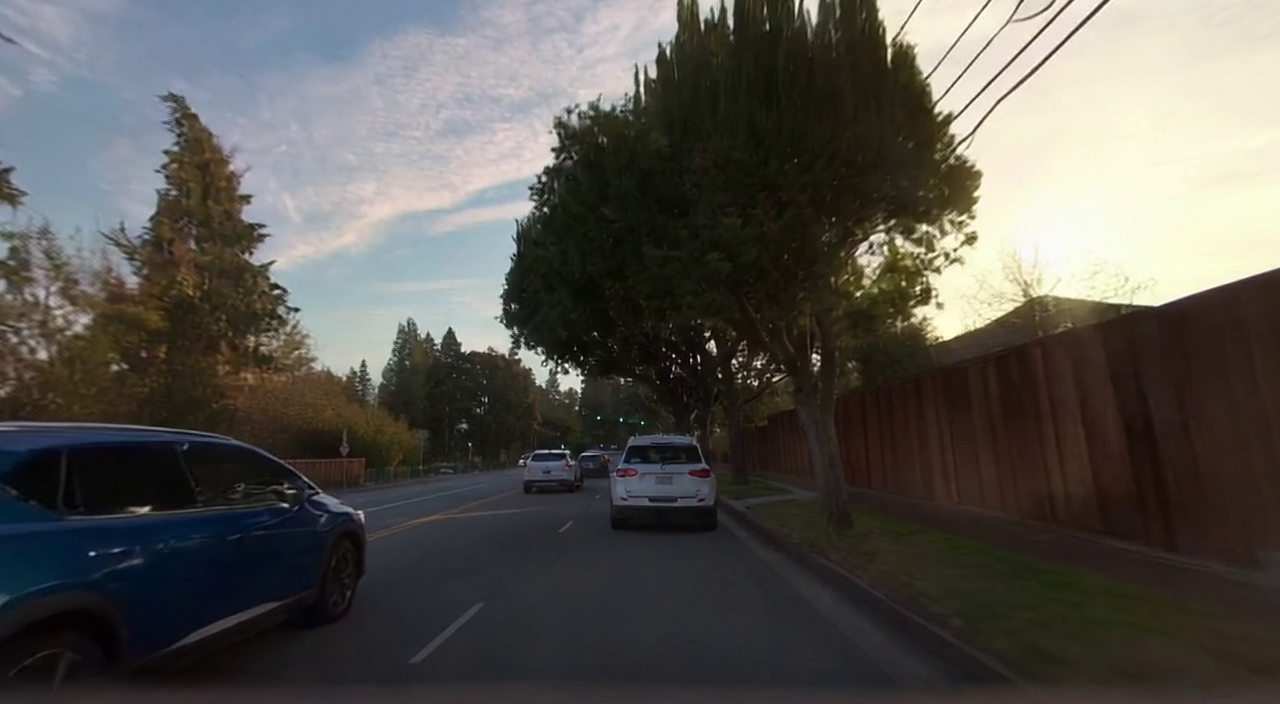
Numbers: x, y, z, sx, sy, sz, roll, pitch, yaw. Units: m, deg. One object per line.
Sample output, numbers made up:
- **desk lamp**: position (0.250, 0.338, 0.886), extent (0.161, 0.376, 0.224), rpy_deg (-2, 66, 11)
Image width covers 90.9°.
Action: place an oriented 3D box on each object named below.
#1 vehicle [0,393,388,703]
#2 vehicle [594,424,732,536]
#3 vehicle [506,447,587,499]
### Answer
- **vehicle**: position (-3.344, 1.129, 3.538), extent (2.033, 1.574, 4.132), rpy_deg (0, -9, 2)
- **vehicle**: position (0.385, 2.345, 12.120), extent (2.174, 1.749, 4.113), rpy_deg (0, -9, 1)
- **vehicle**: position (-2.934, 3.891, 20.692), extent (1.979, 1.489, 4.006), rpy_deg (0, -9, 1)
